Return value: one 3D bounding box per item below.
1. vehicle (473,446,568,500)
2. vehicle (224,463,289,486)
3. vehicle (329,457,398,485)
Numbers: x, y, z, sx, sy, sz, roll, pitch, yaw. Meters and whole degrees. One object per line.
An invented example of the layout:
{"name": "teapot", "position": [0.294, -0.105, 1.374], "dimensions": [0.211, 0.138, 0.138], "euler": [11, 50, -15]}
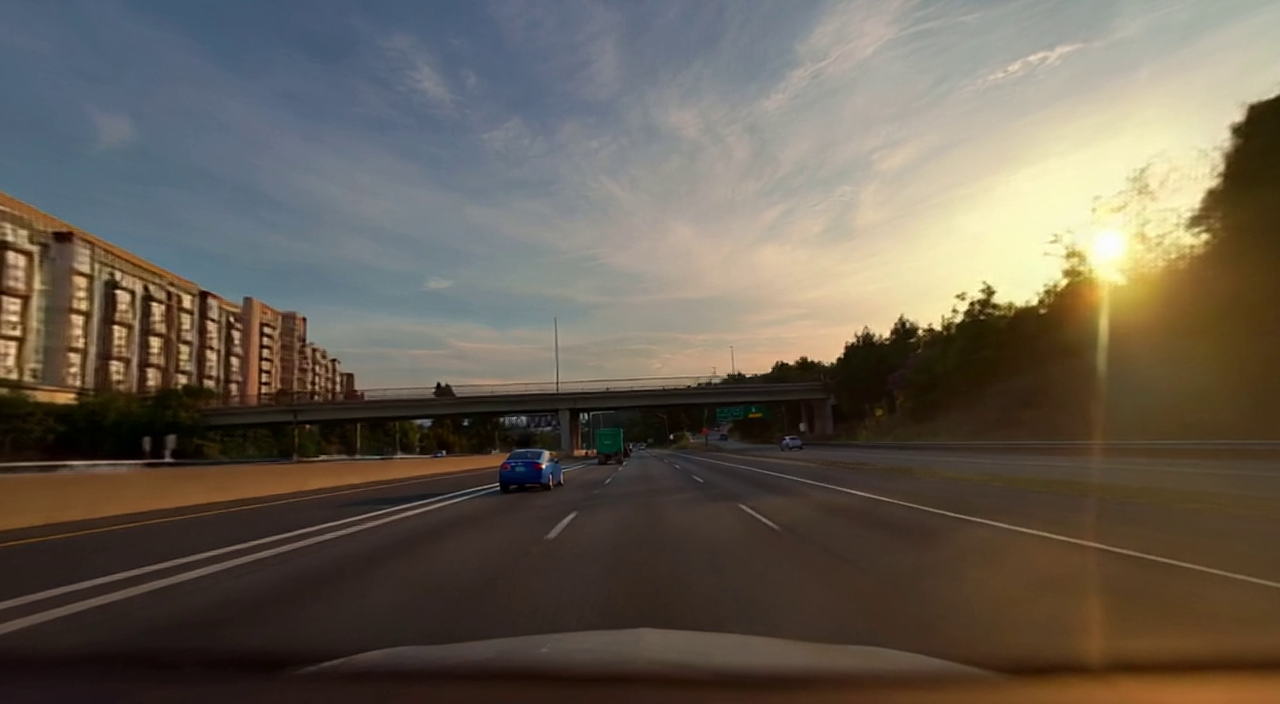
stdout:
{"name": "vehicle", "position": [-3.596, 3.731, 19.824], "dimensions": [2.039, 1.478, 4.483], "euler": [0, -9, 1]}
{"name": "vehicle", "position": [-27.917, 8.900, 46.096], "dimensions": [1.807, 1.465, 4.595], "euler": [0, -9, 1]}
{"name": "vehicle", "position": [-15.868, 6.830, 36.490], "dimensions": [1.874, 1.450, 4.686], "euler": [0, -9, 0]}
